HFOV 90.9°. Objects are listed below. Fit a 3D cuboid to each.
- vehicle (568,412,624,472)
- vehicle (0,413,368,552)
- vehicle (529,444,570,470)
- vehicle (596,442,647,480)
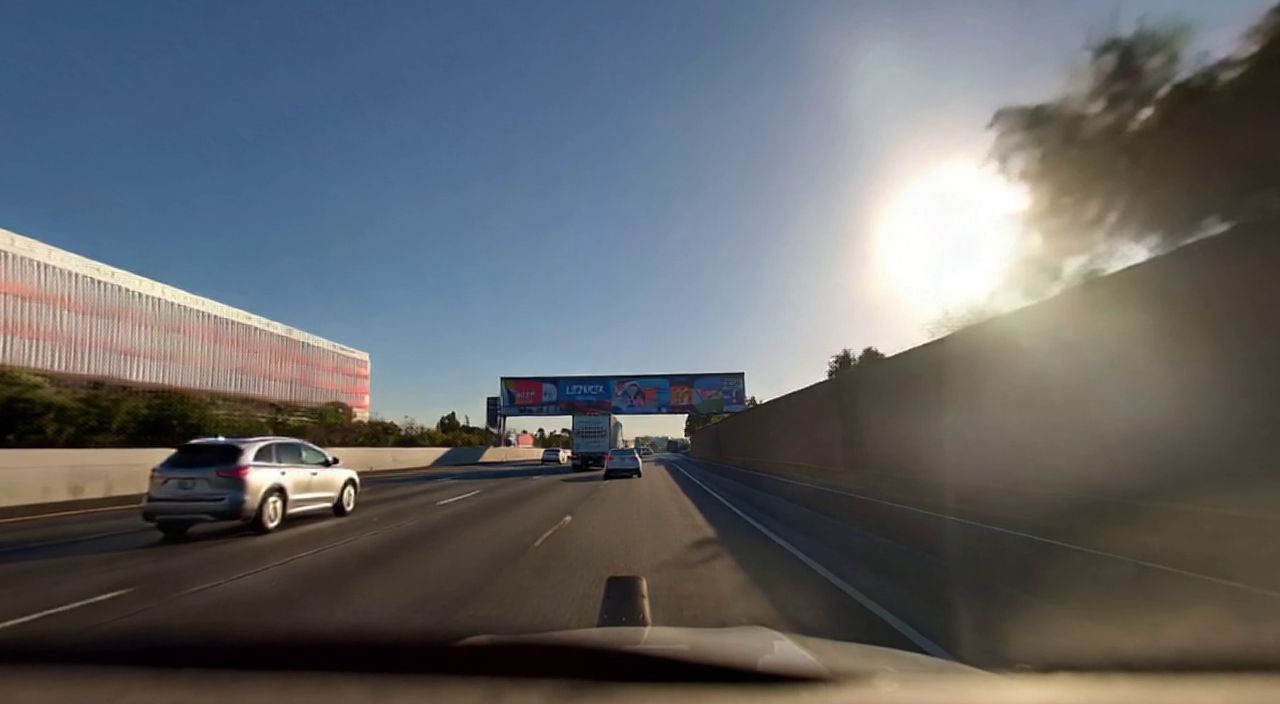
[{"bbox_3d":[-2.646,5.887,40.827,2.794,3.460,8.595,0,-9,1],"label":"vehicle"},{"bbox_3d":[-6.999,2.067,10.675,2.401,1.759,5.126,0,-9,1],"label":"vehicle"},{"bbox_3d":[-6.256,7.338,44.283,2.124,1.674,4.541,0,-9,1],"label":"vehicle"},{"bbox_3d":[-0.815,4.897,28.483,2.168,1.597,3.615,0,-9,-1],"label":"vehicle"}]
